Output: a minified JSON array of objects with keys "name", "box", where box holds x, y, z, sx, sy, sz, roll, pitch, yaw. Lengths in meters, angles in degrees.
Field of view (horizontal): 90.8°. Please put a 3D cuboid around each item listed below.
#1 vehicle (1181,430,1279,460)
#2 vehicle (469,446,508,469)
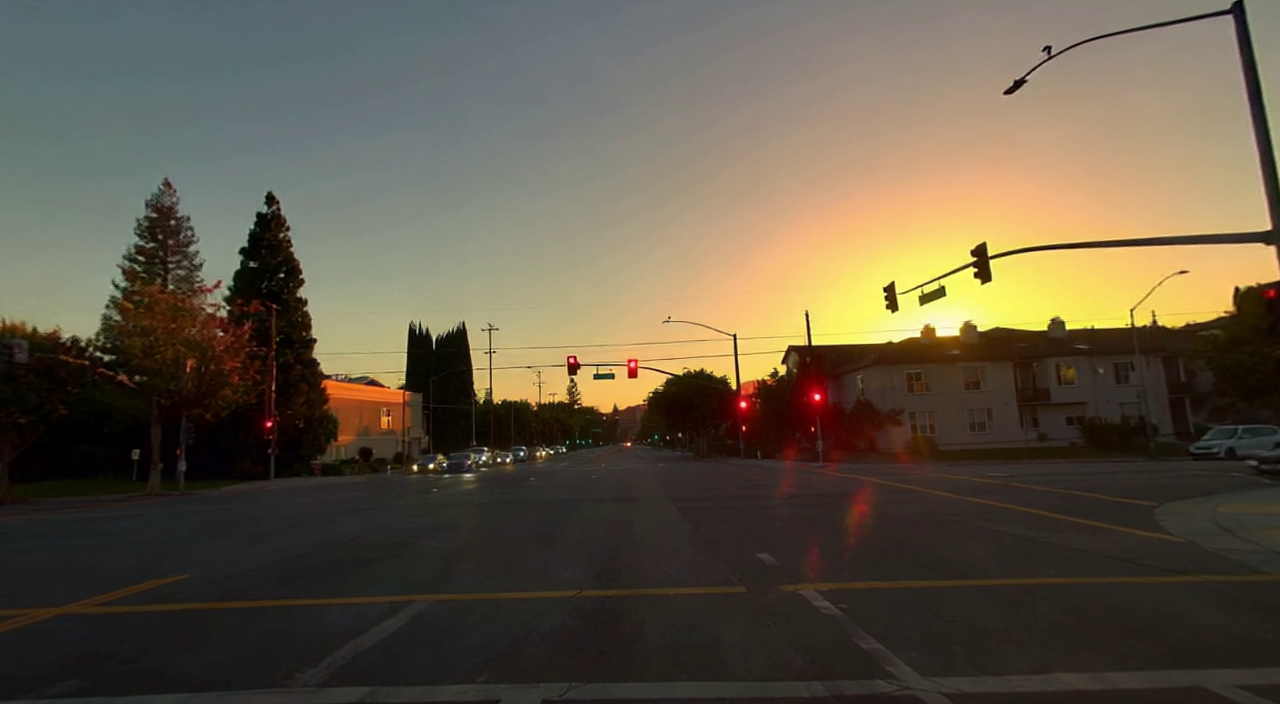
[{"name":"vehicle","box":[31.335,4.883,33.016,4.318,1.488,1.870,0,-9,-1]},{"name":"vehicle","box":[-10.696,7.459,44.751,1.881,1.509,3.377,0,-9,1]}]
